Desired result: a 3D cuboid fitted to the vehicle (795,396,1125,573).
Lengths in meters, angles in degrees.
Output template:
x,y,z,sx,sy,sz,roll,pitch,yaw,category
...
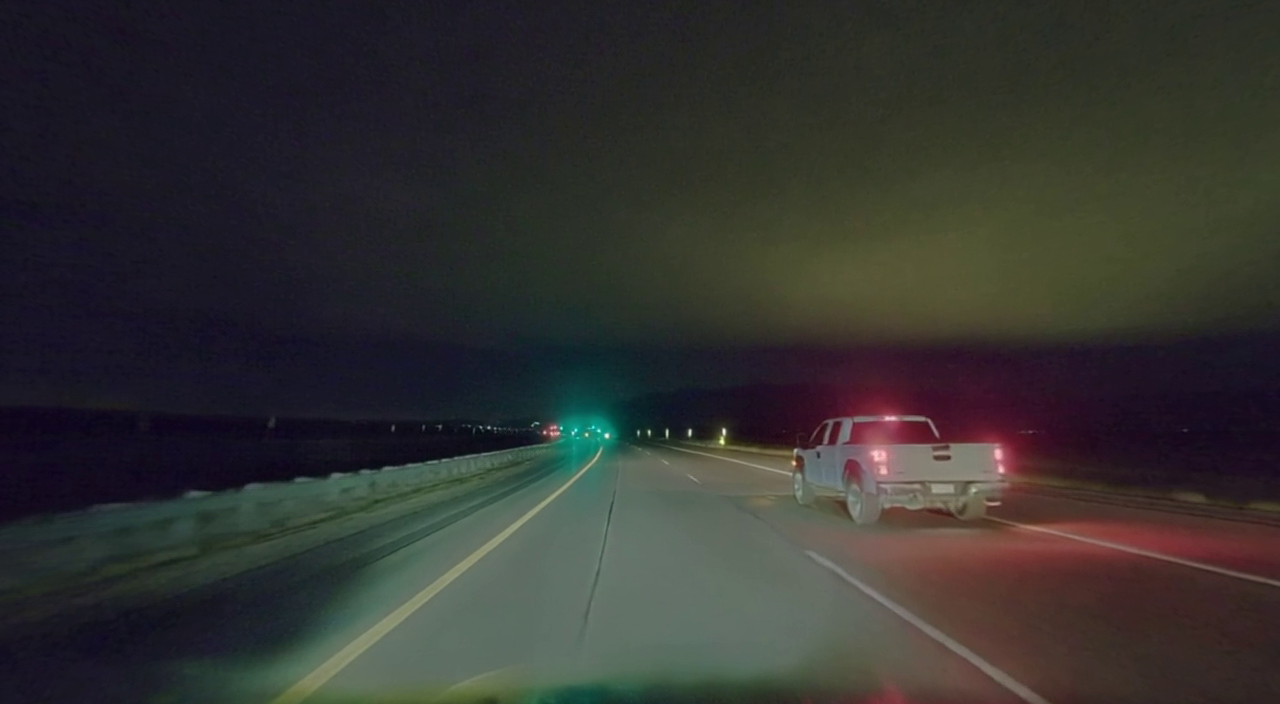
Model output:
x,y,z,sx,sy,sz,roll,pitch,yaw,category
3.548,1.524,8.089,1.941,1.655,4.137,0,-8,-2,vehicle
